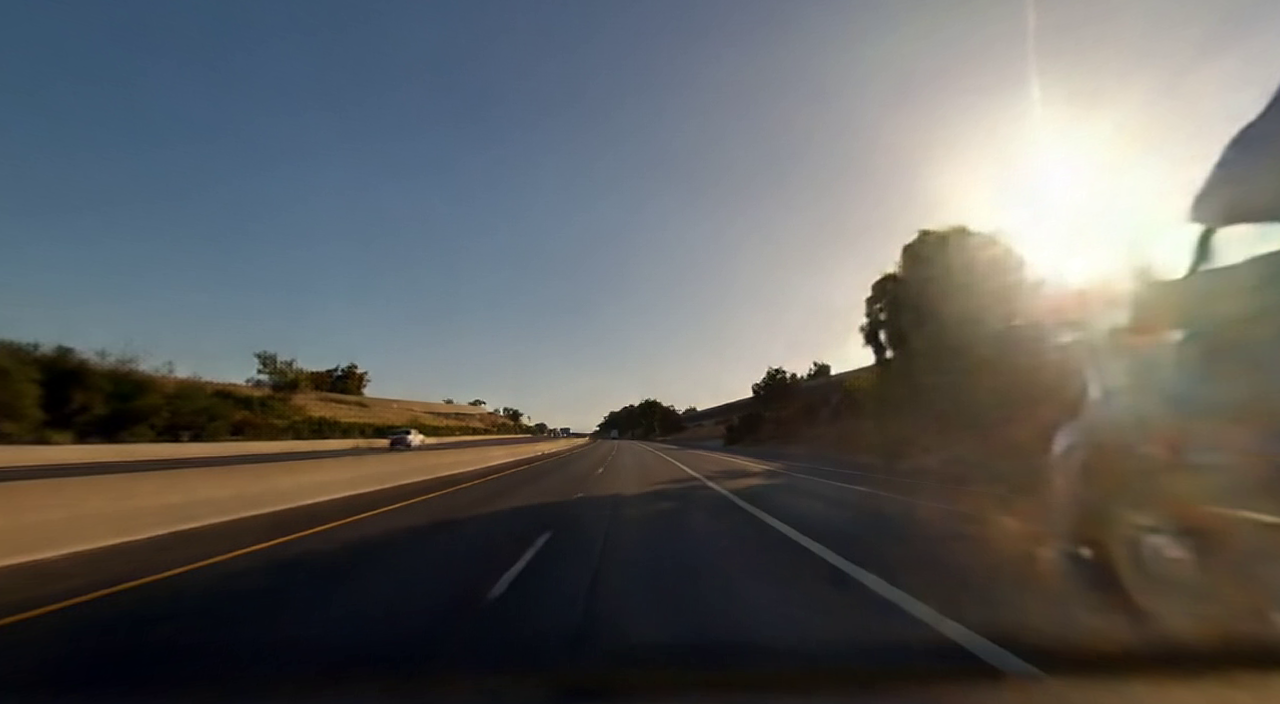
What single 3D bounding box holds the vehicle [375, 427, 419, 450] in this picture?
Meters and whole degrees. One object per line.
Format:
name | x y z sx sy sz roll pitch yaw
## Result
vehicle | -19.147 6.834 49.728 1.803 1.644 4.170 2 -8 -1
